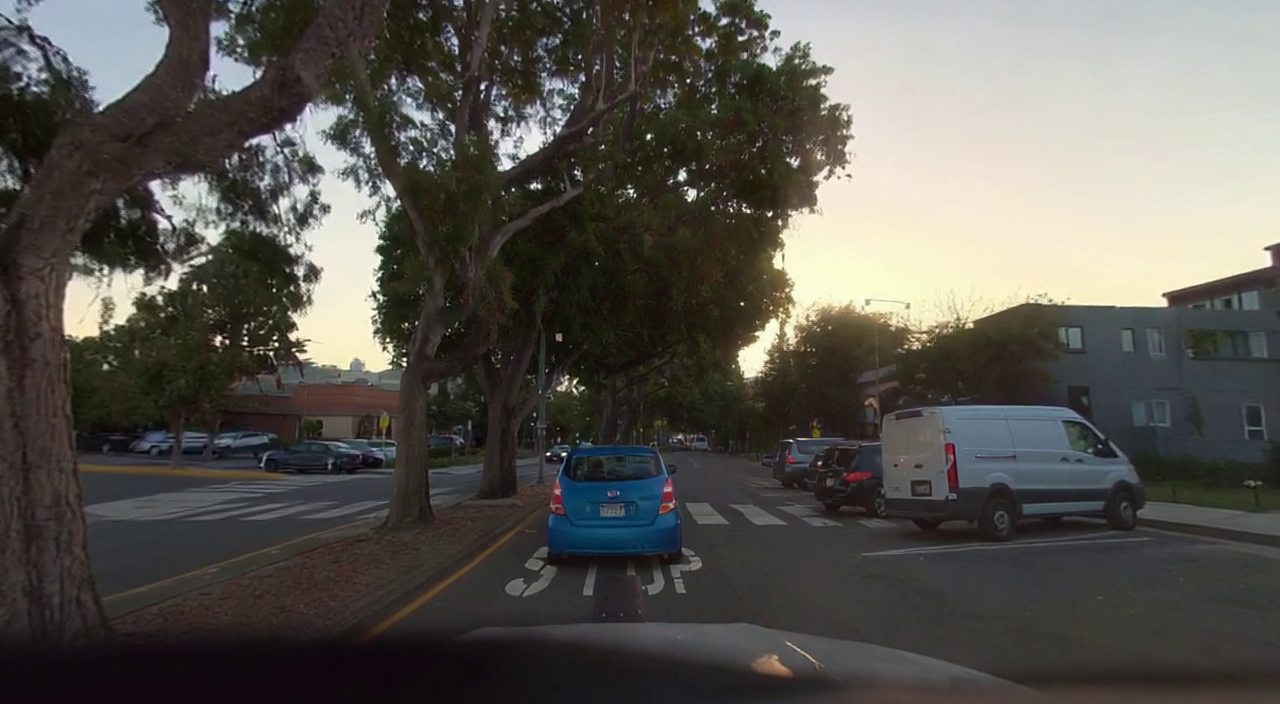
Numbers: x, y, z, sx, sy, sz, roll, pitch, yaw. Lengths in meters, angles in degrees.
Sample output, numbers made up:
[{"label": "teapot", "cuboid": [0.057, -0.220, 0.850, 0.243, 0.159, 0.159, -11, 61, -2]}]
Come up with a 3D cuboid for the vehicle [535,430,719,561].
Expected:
[{"label": "vehicle", "cuboid": [-0.226, 1.961, 9.446, 2.065, 1.450, 4.522, 0, -8, -2]}]

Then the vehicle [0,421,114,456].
[{"label": "vehicle", "cuboid": [-31.827, 4.736, 34.371, 4.438, 1.814, 2.044, 0, -8, -2]}]

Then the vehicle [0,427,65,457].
[{"label": "vehicle", "cuboid": [-31.793, 4.508, 31.560, 4.168, 1.458, 1.904, 0, -8, -2]}]

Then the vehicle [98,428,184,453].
[{"label": "vehicle", "cuboid": [-31.790, 5.643, 40.301, 3.915, 1.574, 1.850, 0, -8, 3]}]

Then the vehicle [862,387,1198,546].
[{"label": "vehicle", "cuboid": [6.656, 1.868, 10.759, 5.385, 2.146, 2.143, 4, -9, -25]}]

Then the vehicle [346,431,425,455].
[{"label": "vehicle", "cuboid": [-18.450, 6.621, 45.950, 4.892, 1.679, 1.927, 1, -9, -6]}]
